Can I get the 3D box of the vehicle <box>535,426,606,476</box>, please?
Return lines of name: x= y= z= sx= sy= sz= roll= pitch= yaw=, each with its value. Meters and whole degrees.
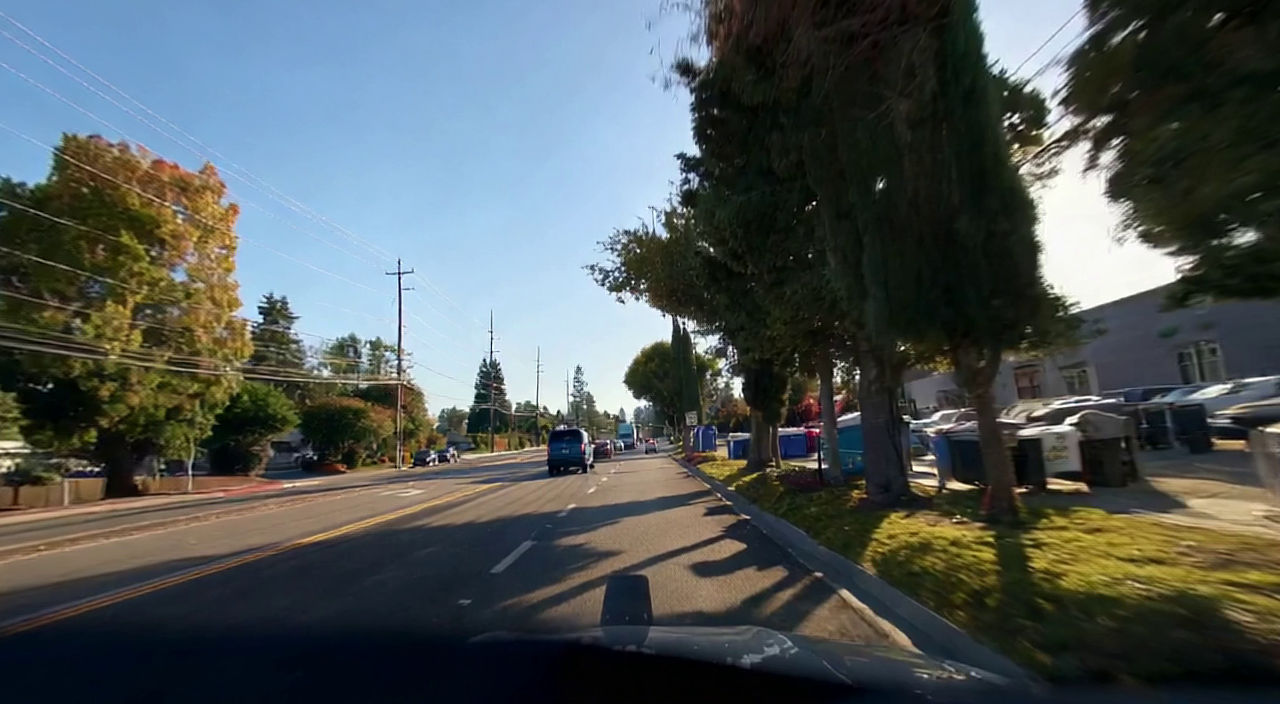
vehicle: x=-2.733 y=4.070 z=26.095 sx=2.180 sy=1.818 sz=5.117 roll=0 pitch=-8 yaw=2
